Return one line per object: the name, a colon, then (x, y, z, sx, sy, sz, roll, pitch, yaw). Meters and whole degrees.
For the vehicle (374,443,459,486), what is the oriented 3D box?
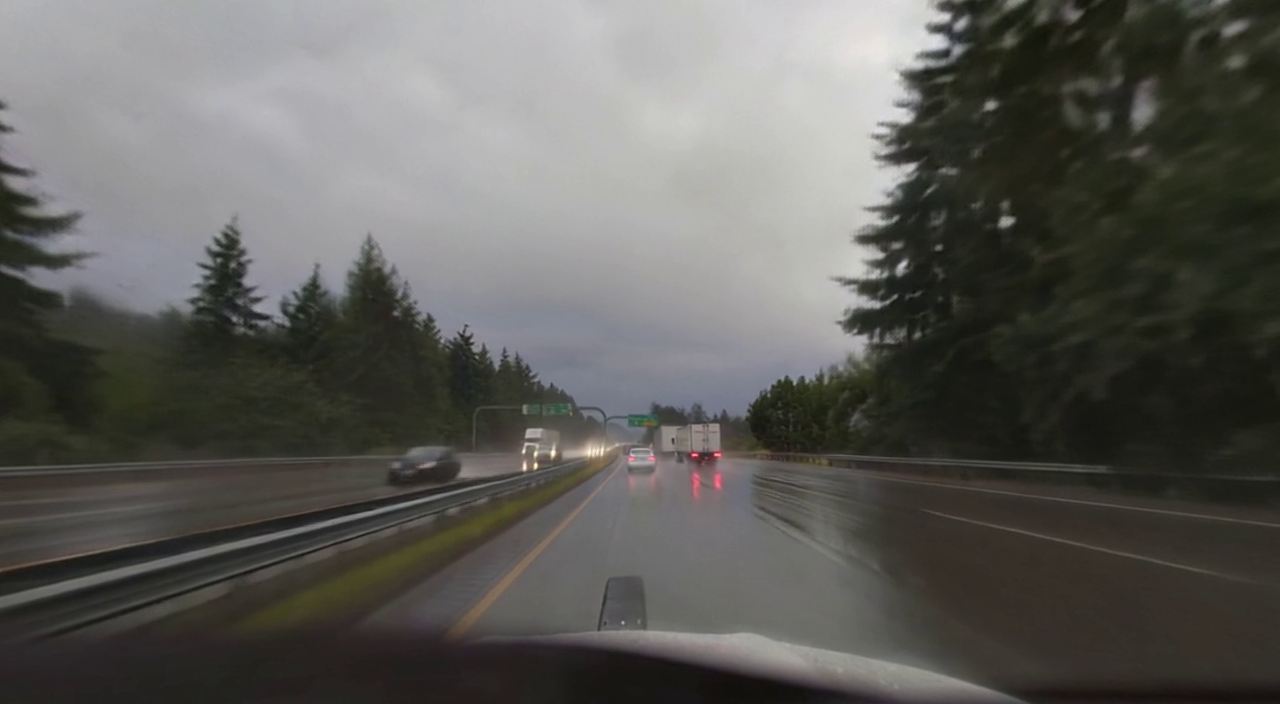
vehicle: (-8.601, 4.353, 24.697, 1.834, 1.488, 4.253, 0, -9, -1)

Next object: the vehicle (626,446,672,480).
vehicle: (0.402, 5.310, 30.445, 2.069, 1.523, 4.012, 0, -9, 0)

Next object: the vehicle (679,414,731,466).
vehicle: (4.319, 6.092, 43.349, 2.600, 3.282, 7.635, 0, -9, -1)
